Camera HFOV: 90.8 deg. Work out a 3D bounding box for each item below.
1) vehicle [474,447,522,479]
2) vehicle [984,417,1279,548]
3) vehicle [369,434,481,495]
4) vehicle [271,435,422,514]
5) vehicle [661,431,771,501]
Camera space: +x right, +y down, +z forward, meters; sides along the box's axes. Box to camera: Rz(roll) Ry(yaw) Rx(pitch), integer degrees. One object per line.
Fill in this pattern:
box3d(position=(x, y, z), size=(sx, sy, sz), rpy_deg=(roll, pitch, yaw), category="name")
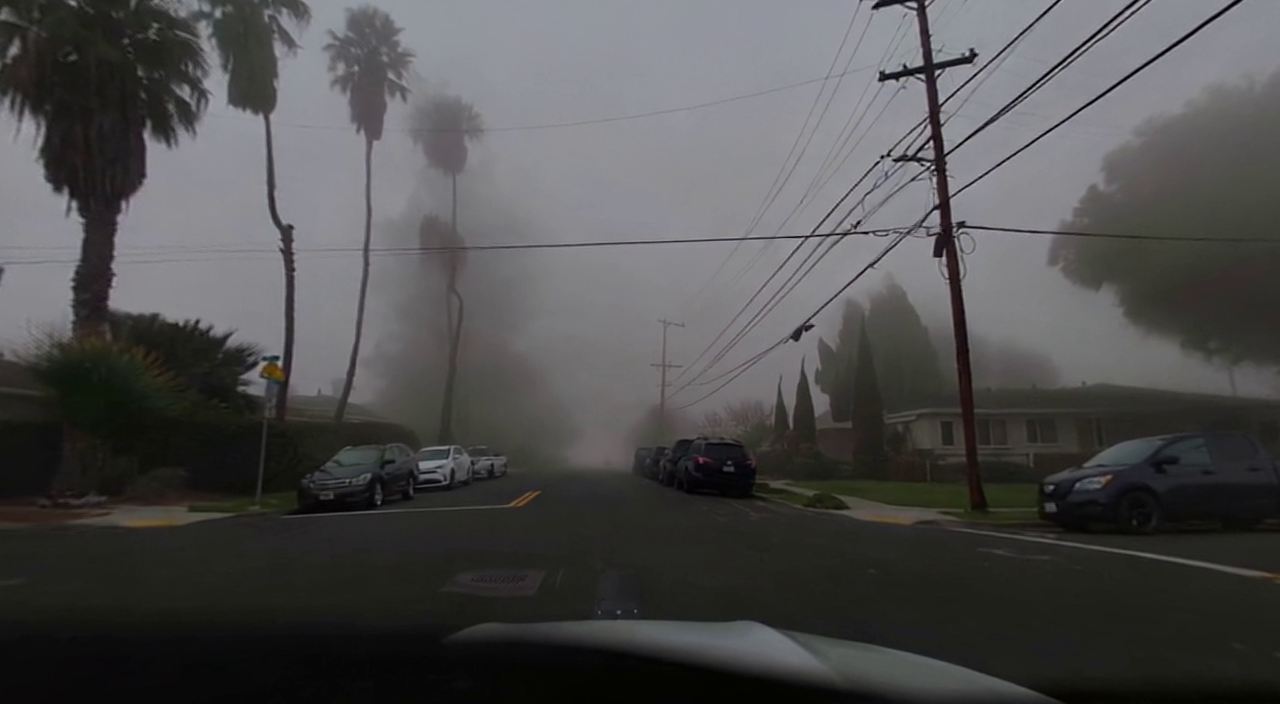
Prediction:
box3d(position=(-8.820, 6.886, 39.653), size=(2.178, 1.865, 4.658), rpy_deg=(0, -9, -3), category="vehicle")
box3d(position=(10.003, 2.268, 11.635), size=(5.971, 1.967, 2.385), rpy_deg=(-1, -9, -6), category="vehicle")
box3d(position=(-7.703, 4.110, 23.482), size=(2.301, 1.939, 6.143), rpy_deg=(0, -9, -3), category="vehicle")
box3d(position=(-7.365, 3.089, 16.479), size=(2.198, 1.724, 4.493), rpy_deg=(1, -9, -6), category="vehicle")
box3d(position=(2.199, 3.592, 20.426), size=(2.505, 1.895, 5.805), rpy_deg=(1, -9, -4), category="vehicle")
